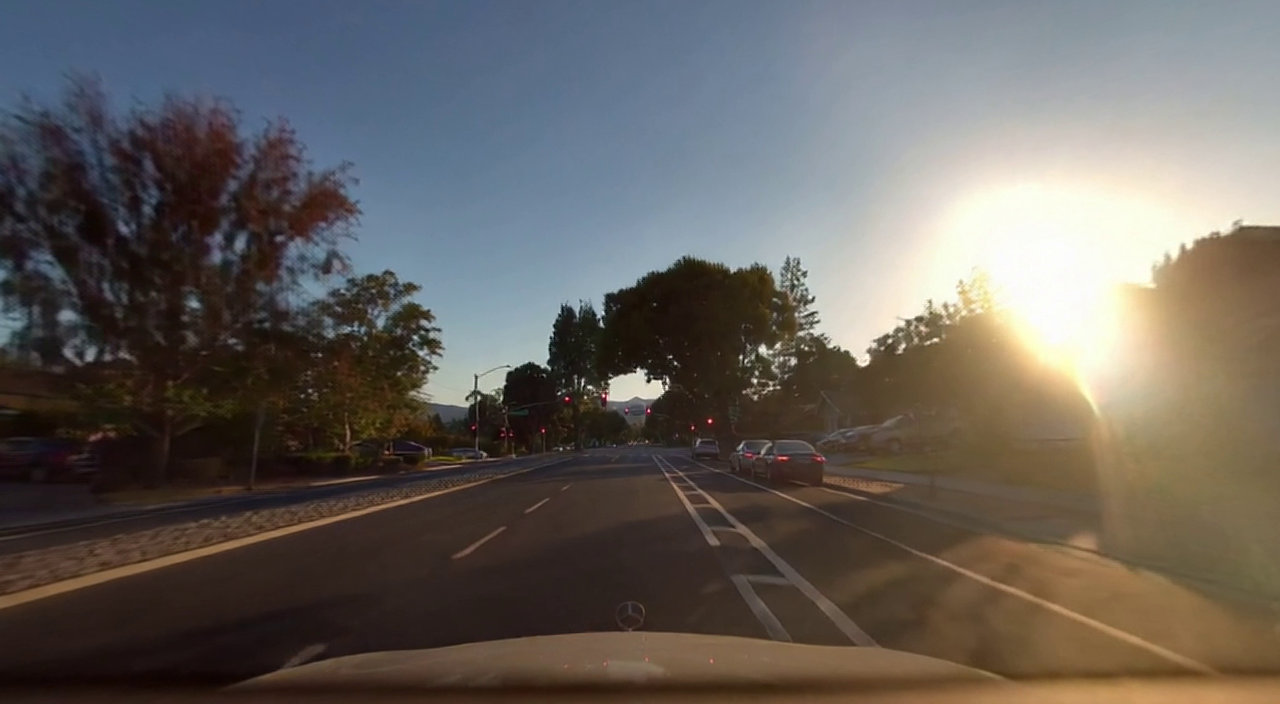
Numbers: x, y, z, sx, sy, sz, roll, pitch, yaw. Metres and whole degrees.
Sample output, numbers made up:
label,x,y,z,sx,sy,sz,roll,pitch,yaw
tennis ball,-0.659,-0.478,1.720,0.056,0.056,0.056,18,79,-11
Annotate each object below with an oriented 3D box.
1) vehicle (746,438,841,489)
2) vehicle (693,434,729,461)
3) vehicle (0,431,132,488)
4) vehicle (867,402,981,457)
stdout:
label,x,y,z,sx,sy,sz,roll,pitch,yaw
vehicle,4.732,3.492,20.136,1.881,1.435,4.525,0,-8,0
vehicle,5.131,7.004,46.148,2.170,1.869,4.594,0,-8,2
vehicle,-21.015,3.664,21.757,4.759,1.824,2.442,0,-8,0
vehicle,13.515,3.743,30.199,4.284,1.725,1.981,-12,-9,-1
